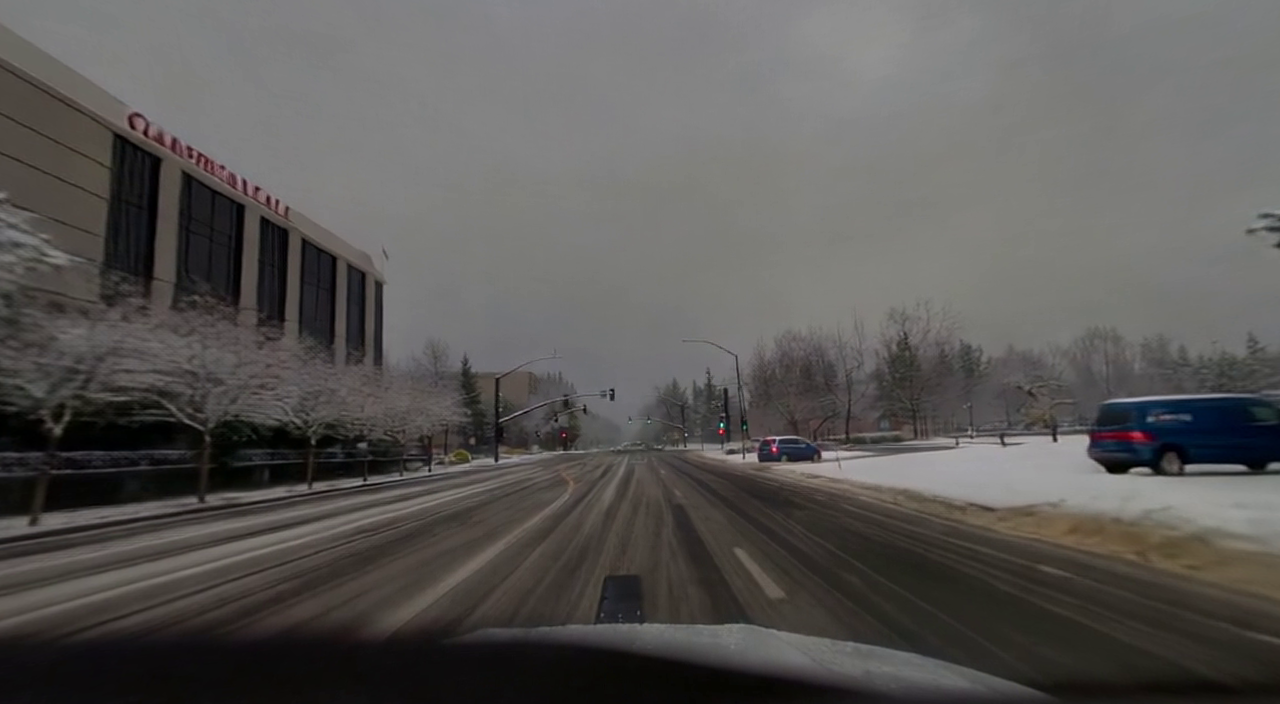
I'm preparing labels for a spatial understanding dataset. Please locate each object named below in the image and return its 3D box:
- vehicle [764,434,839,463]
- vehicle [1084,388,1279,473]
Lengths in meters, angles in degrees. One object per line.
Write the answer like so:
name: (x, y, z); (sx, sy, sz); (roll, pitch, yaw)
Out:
vehicle: (10.609, 6.325, 41.284); (4.635, 1.821, 2.087); (6, -10, -32)
vehicle: (15.733, 2.144, 17.011); (5.546, 2.117, 2.443); (0, -9, -1)
